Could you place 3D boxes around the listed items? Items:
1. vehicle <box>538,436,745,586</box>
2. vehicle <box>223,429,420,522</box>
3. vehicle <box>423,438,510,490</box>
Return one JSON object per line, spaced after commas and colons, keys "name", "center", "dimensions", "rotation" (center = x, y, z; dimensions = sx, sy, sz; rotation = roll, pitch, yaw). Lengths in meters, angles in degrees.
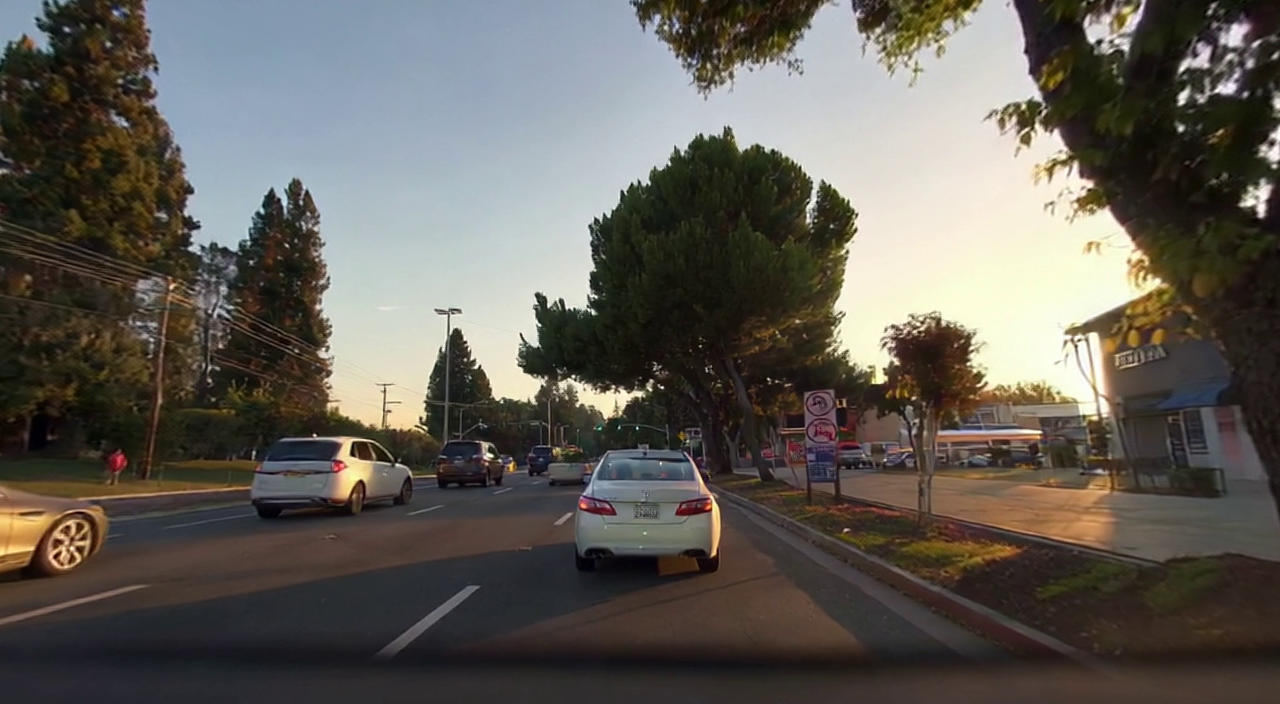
{"name": "vehicle", "center": [0.056, 1.906, 8.397], "dimensions": [2.091, 1.494, 3.962], "rotation": [0, -9, 1]}
{"name": "vehicle", "center": [-6.955, 2.731, 14.491], "dimensions": [2.032, 1.767, 4.549], "rotation": [0, -9, 2]}
{"name": "vehicle", "center": [-6.793, 4.425, 25.261], "dimensions": [2.130, 1.900, 4.470], "rotation": [0, -9, 1]}
